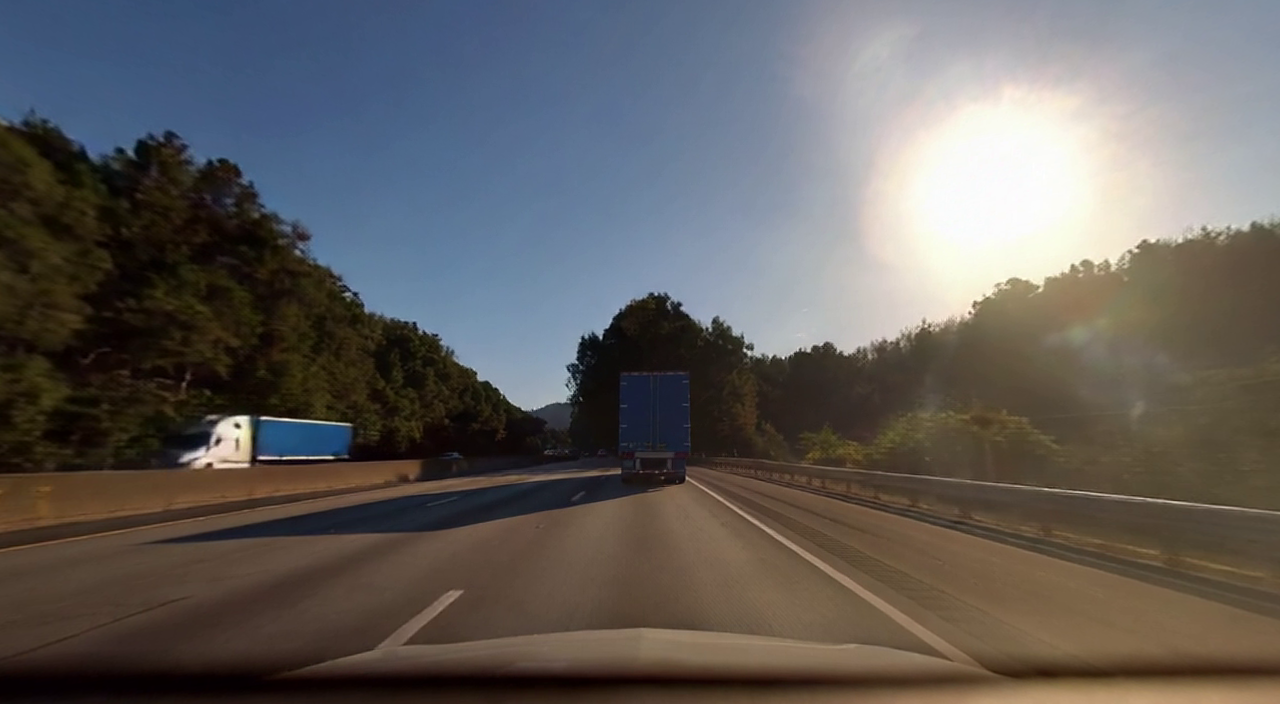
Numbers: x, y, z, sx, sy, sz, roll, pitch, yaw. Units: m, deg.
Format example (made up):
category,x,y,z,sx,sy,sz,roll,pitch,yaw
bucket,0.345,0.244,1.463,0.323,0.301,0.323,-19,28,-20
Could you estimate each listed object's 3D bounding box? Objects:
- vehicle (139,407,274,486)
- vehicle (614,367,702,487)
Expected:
category,x,y,z,sx,sy,sz,roll,pitch,yaw
vehicle,-23.750,5.266,35.016,2.954,3.945,6.094,0,-9,0
vehicle,0.537,3.239,25.937,2.898,3.973,10.063,0,-9,-1
